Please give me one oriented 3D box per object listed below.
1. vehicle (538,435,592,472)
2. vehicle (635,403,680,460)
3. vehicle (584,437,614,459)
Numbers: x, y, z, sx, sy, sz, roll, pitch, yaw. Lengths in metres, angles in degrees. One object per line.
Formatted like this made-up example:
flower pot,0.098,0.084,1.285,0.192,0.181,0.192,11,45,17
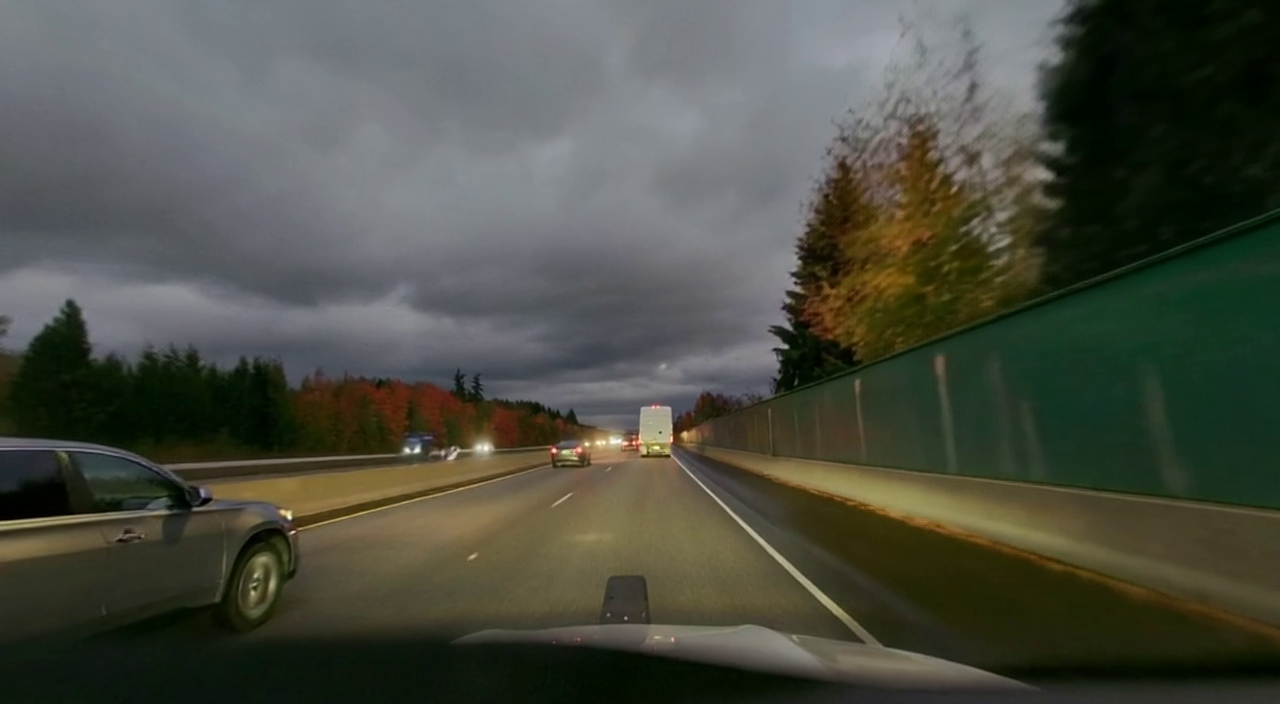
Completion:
vehicle,-3.387,4.653,29.046,1.927,1.556,3.921,0,-8,1
vehicle,1.244,5.970,46.504,2.933,3.701,10.425,0,-8,1
vehicle,-3.015,7.151,46.854,1.962,1.575,4.158,0,-8,0
